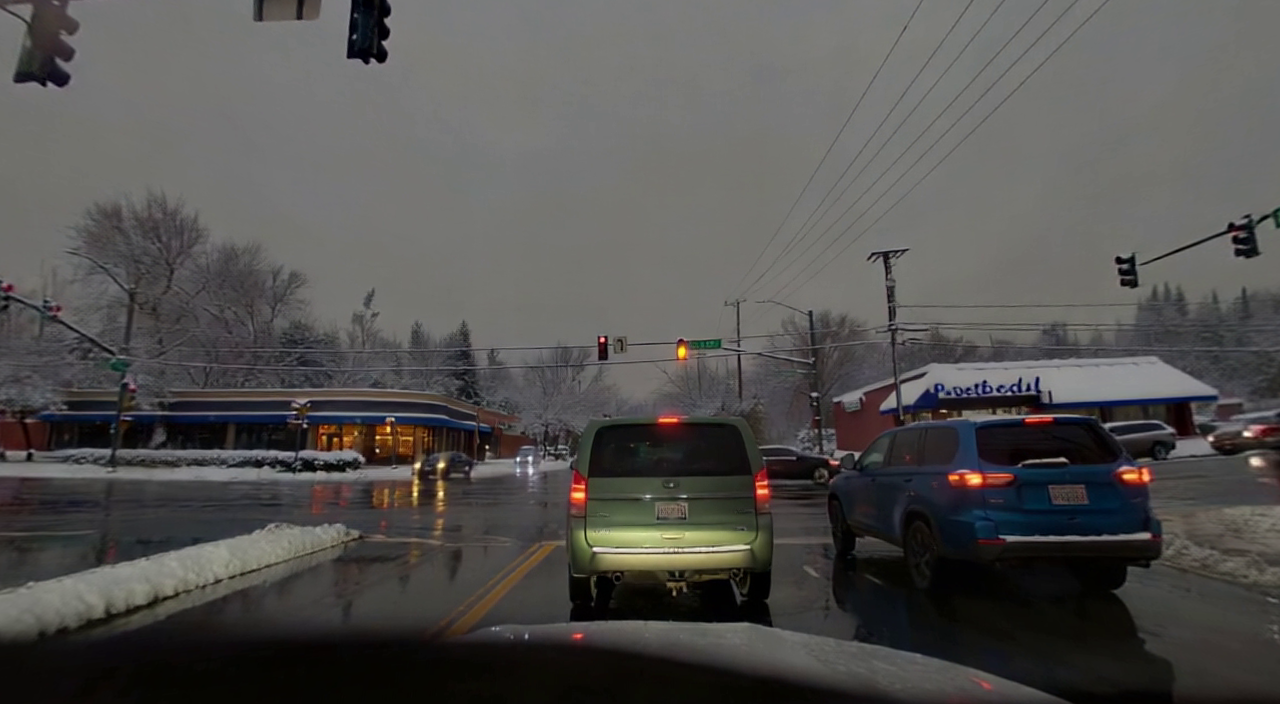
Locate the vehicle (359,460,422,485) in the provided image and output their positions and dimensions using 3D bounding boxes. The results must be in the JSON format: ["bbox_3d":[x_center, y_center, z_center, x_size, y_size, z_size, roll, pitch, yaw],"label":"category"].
[{"bbox_3d":[-16.271,7.835,41.351,1.872,1.433,4.404,-1,-8,7],"label":"vehicle"}]

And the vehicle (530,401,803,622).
[{"bbox_3d":[0.251,1.513,6.844,2.098,1.682,3.778,0,-8,2],"label":"vehicle"}]

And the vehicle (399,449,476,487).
[{"bbox_3d":[-10.051,5.761,31.718,2.023,1.713,4.451,-1,-8,5],"label":"vehicle"}]

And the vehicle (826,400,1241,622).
[{"bbox_3d":[3.613,1.518,6.967,1.976,1.664,4.189,-1,-8,2],"label":"vehicle"}]
